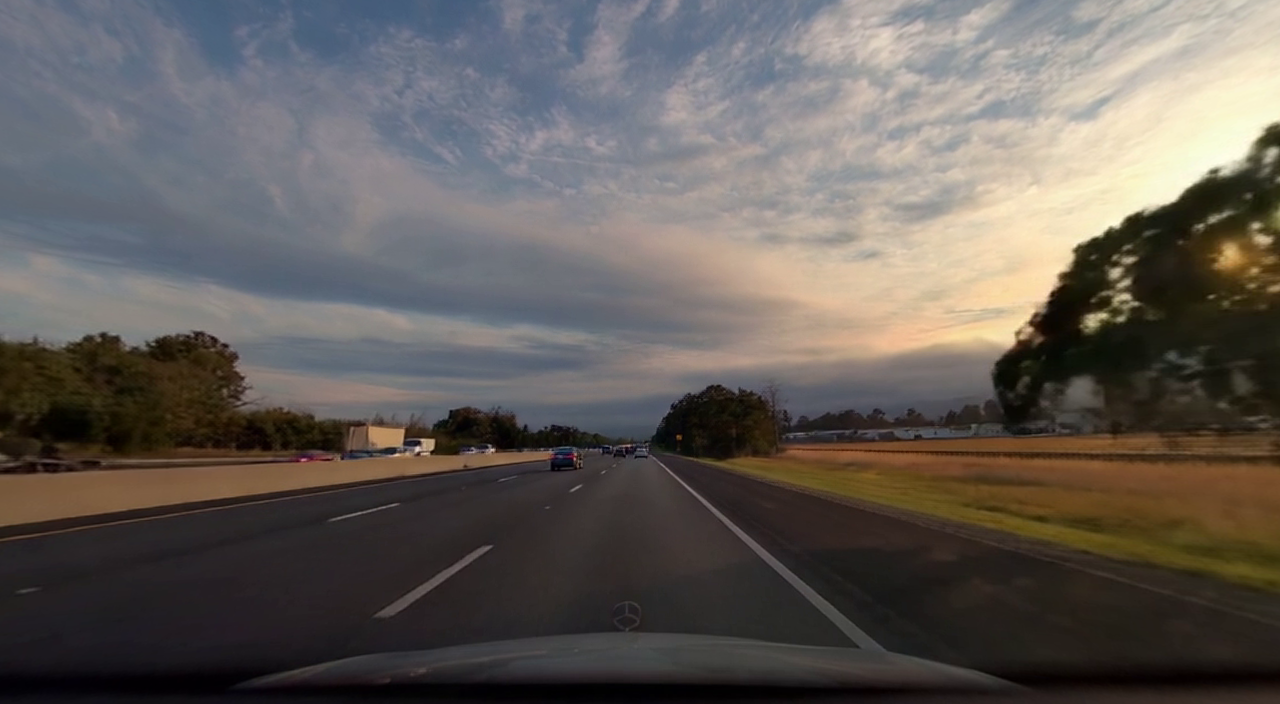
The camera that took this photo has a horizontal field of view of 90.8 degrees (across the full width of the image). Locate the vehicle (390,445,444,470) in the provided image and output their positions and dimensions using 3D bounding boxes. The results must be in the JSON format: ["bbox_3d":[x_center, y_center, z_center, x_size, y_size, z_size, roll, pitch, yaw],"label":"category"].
[{"bbox_3d":[-15.729,7.481,44.816,2.100,1.678,4.963,0,-9,-1],"label":"vehicle"}]

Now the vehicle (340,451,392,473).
[{"bbox_3d":[-19.305,7.763,44.644,1.843,1.437,4.194,0,-9,0],"label":"vehicle"}]

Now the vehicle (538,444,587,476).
[{"bbox_3d":[-3.931,5.528,32.541,1.954,1.541,4.079,0,-9,1],"label":"vehicle"}]

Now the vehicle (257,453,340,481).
[{"bbox_3d":[-19.296,6.508,35.923,1.947,1.459,4.851,0,-9,1],"label":"vehicle"}]
